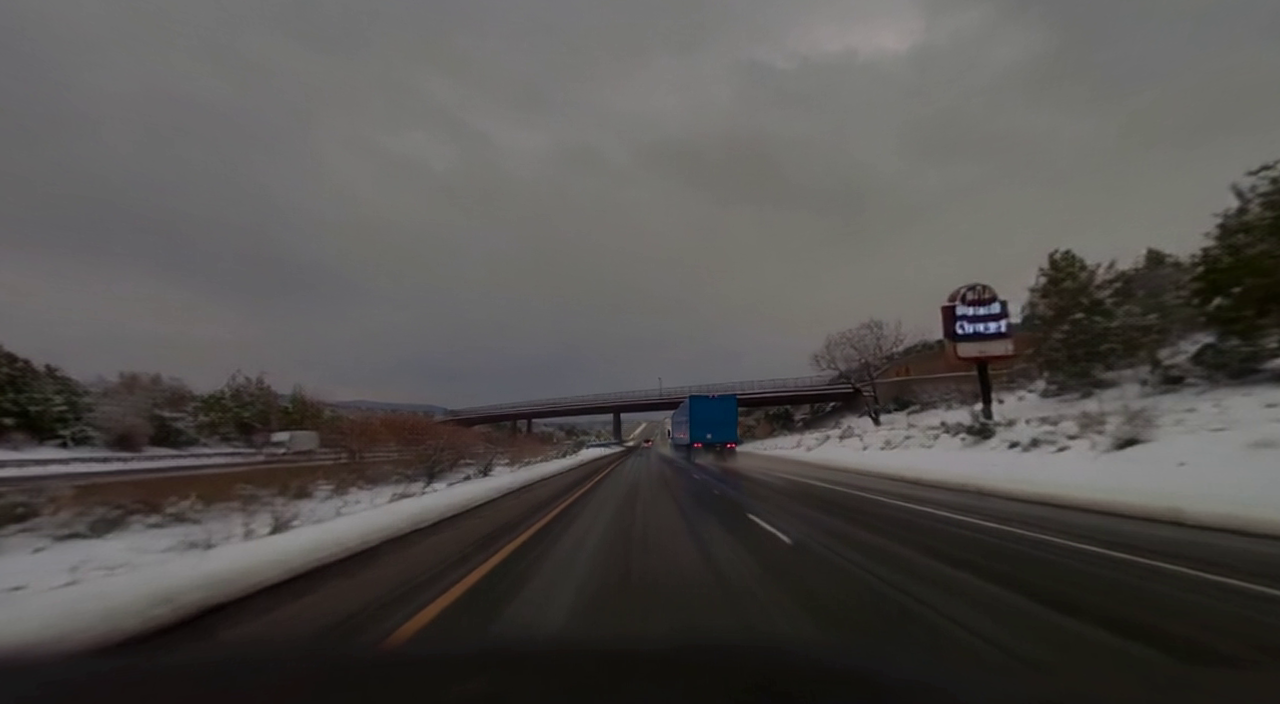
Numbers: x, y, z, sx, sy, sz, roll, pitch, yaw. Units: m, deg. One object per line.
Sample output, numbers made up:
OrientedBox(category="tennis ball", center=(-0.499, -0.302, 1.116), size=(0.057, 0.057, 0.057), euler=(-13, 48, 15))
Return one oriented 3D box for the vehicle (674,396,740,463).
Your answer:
OrientedBox(category="vehicle", center=(4.154, 5.203, 41.583), size=(3.024, 3.834, 10.128), euler=(0, -8, -1))
